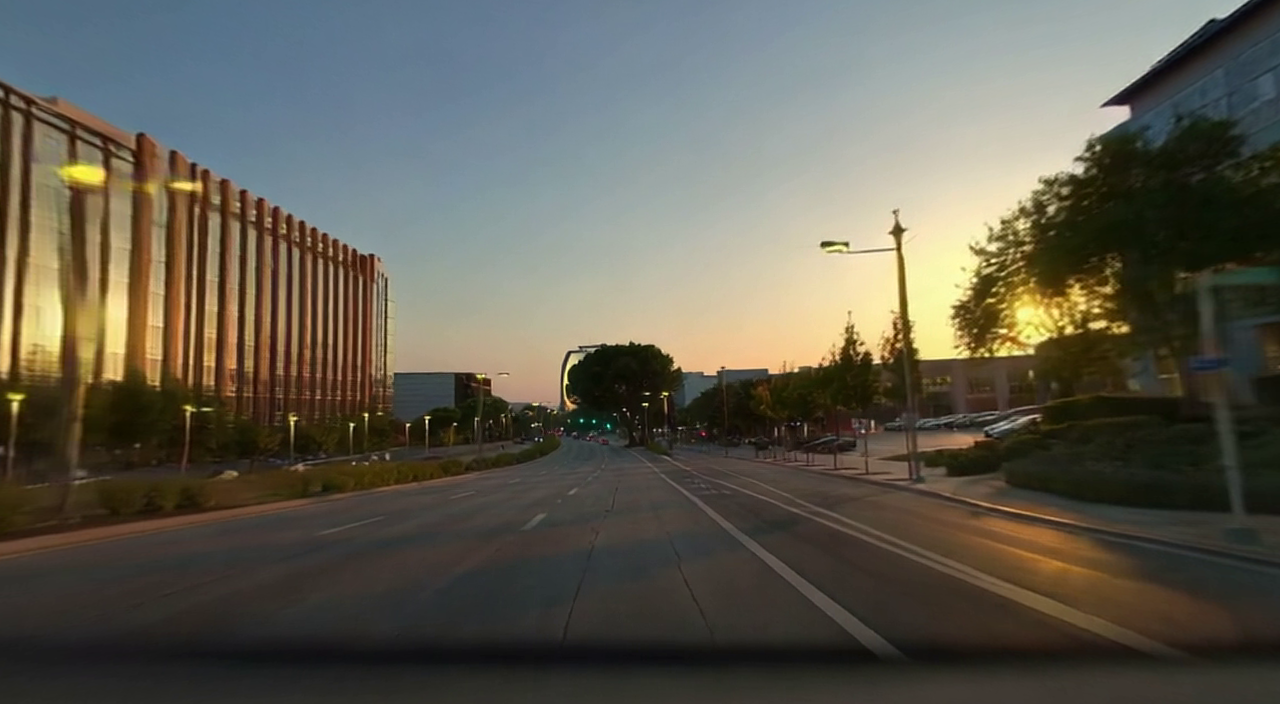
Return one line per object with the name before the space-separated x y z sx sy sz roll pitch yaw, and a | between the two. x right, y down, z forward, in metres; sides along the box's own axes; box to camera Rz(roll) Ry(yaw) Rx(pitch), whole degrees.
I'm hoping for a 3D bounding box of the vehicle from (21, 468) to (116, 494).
vehicle | -40.435 9.122 44.798 4.561 1.664 2.146 0 -9 -2
